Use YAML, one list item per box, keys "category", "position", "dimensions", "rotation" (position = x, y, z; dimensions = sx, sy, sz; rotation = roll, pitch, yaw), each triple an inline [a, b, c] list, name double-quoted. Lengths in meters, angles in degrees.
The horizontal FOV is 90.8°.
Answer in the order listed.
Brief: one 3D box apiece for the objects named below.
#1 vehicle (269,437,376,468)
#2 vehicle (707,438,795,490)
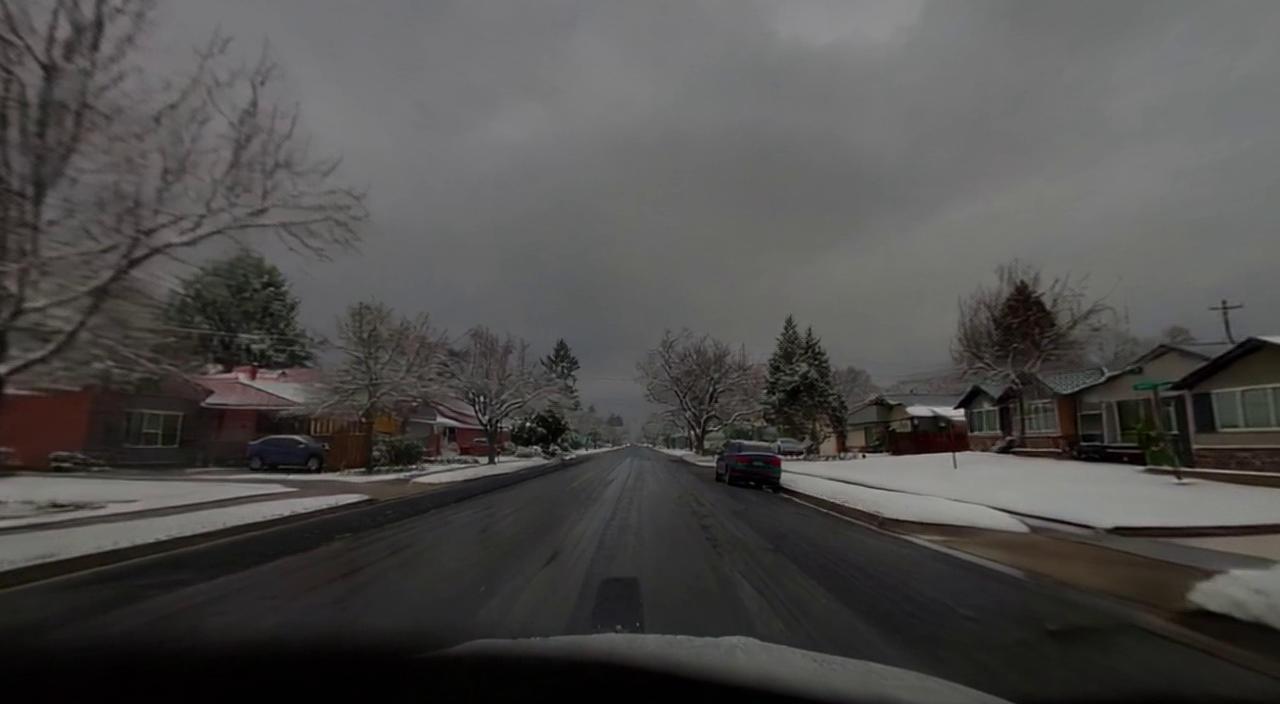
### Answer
- category: "vehicle"
  position: [-16.918, 5.365, 33.909]
  dimensions: [4.607, 1.573, 2.058]
  rotation: [0, -8, -5]
- category: "vehicle"
  position: [3.733, 3.850, 22.137]
  dimensions: [2.136, 1.596, 4.790]
  rotation: [0, -9, -1]
